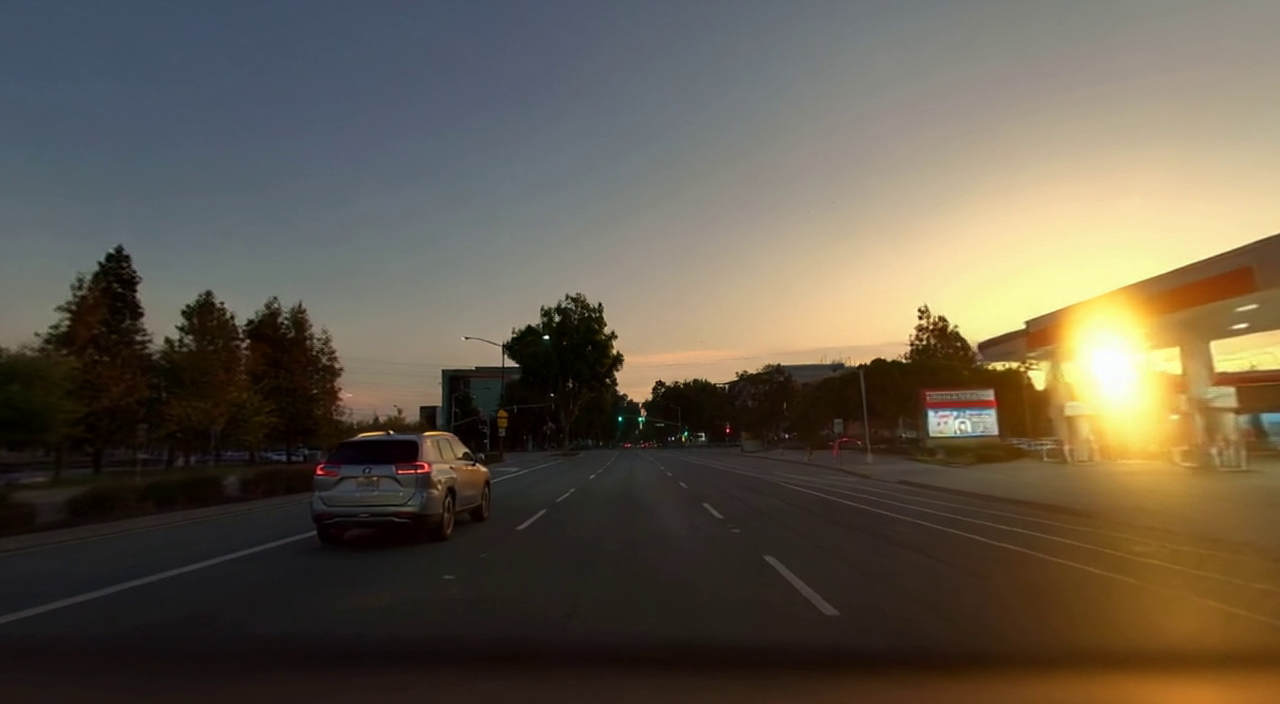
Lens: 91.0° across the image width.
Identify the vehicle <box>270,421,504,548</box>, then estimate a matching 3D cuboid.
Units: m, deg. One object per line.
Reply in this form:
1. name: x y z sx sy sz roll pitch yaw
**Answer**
1. vehicle: -3.848 2.099 10.693 2.039 1.656 4.710 0 -9 -1
